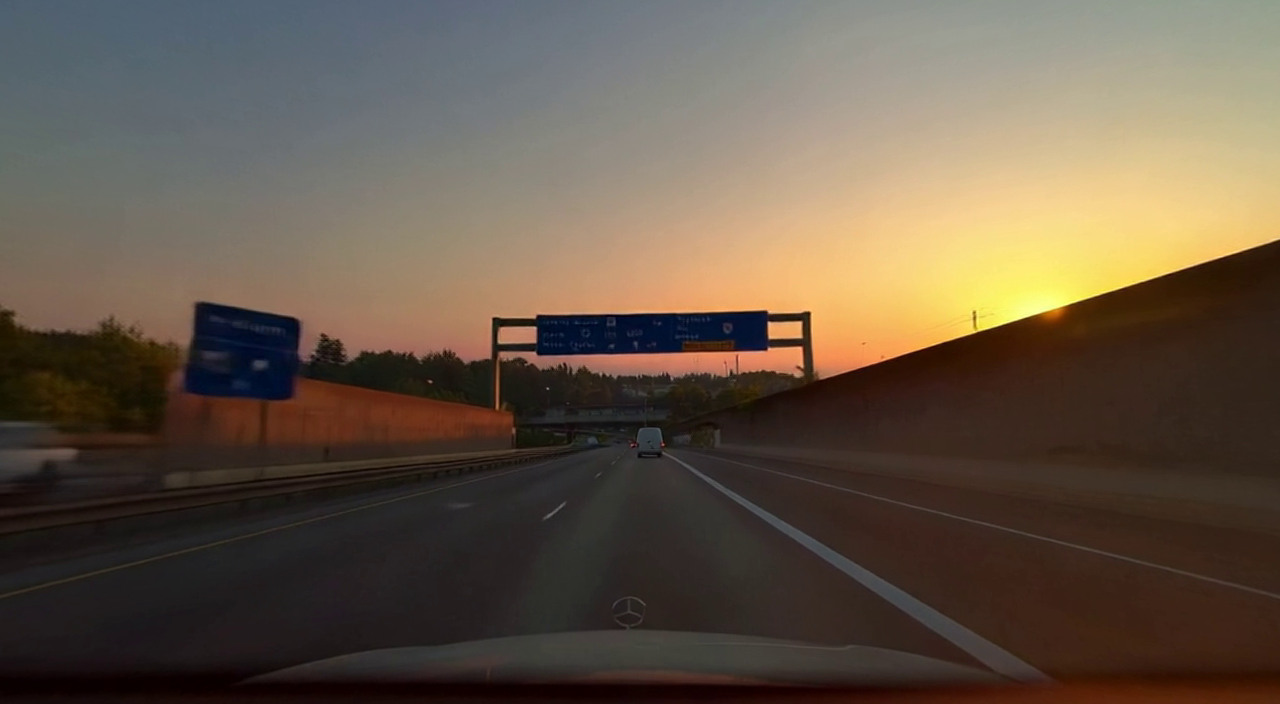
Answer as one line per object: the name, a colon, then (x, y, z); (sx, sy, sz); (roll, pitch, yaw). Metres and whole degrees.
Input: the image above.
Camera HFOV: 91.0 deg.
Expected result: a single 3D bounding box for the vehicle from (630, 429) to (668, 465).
vehicle: (0.604, 6.063, 40.289); (2.277, 2.109, 4.922); (0, -8, 1)
